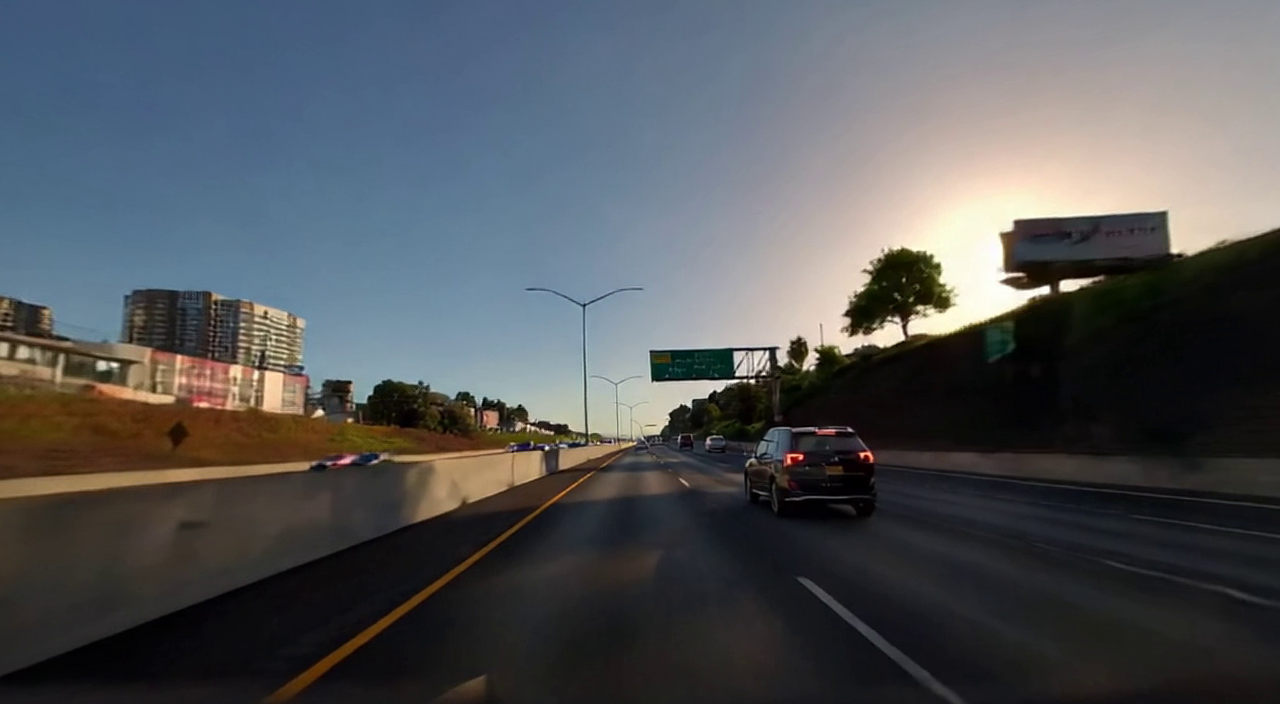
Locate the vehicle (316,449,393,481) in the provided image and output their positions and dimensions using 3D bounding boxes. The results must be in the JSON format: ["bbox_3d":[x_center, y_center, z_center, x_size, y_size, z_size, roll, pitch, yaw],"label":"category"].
[{"bbox_3d":[-14.460,5.698,32.275,1.831,1.457,4.500,-1,-9,0],"label":"vehicle"}]

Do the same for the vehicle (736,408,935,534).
[{"bbox_3d":[3.035,1.973,10.992,1.973,1.710,4.476,0,-9,-1],"label":"vehicle"}]
